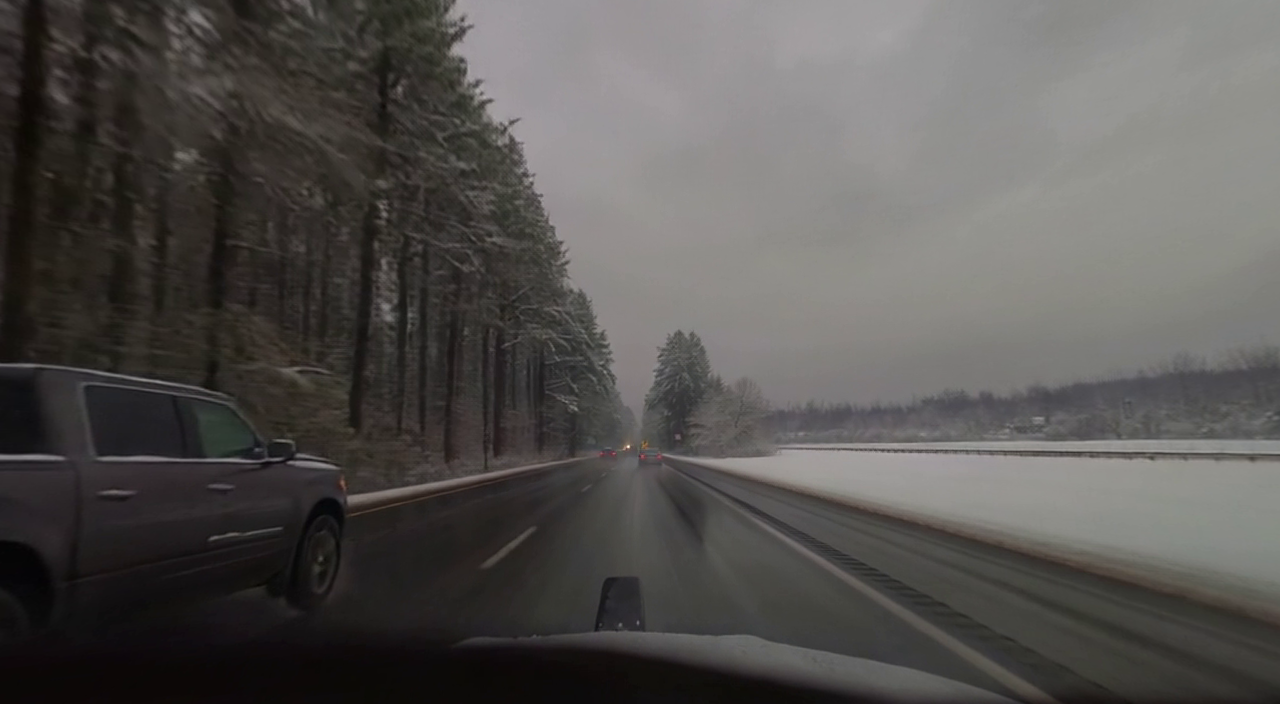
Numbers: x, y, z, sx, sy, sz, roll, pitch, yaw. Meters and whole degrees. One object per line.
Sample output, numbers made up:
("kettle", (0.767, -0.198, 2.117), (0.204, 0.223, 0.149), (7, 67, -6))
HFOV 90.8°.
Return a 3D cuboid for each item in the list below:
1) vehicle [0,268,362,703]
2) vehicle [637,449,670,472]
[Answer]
("vehicle", (-3.724, 0.798, 3.102), (2.418, 2.049, 4.930), (0, -9, 0))
("vehicle", (0.861, 7.322, 42.878), (2.046, 1.452, 4.407), (0, -9, -1))
